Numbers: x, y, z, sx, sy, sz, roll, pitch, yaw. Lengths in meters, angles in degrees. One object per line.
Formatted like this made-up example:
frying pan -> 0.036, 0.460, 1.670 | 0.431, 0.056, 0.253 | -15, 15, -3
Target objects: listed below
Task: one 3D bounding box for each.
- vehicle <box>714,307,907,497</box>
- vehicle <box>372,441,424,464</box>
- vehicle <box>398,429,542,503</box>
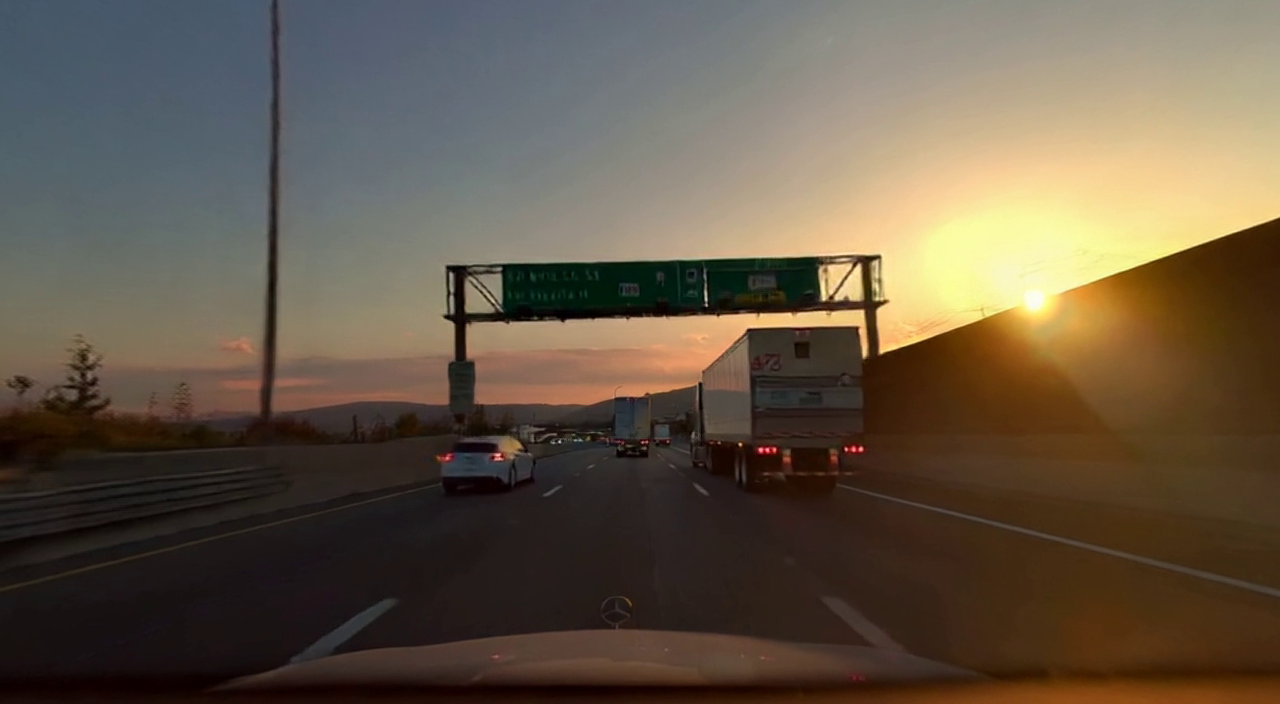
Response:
vehicle -> 4.040, 1.567, 17.422 | 2.873, 3.998, 8.286 | 0, -8, -1
vehicle -> -16.534, 6.868, 43.276 | 1.807, 1.474, 4.551 | 0, -8, 0
vehicle -> -4.013, 2.766, 15.998 | 2.208, 1.542, 5.138 | 0, -8, 0
